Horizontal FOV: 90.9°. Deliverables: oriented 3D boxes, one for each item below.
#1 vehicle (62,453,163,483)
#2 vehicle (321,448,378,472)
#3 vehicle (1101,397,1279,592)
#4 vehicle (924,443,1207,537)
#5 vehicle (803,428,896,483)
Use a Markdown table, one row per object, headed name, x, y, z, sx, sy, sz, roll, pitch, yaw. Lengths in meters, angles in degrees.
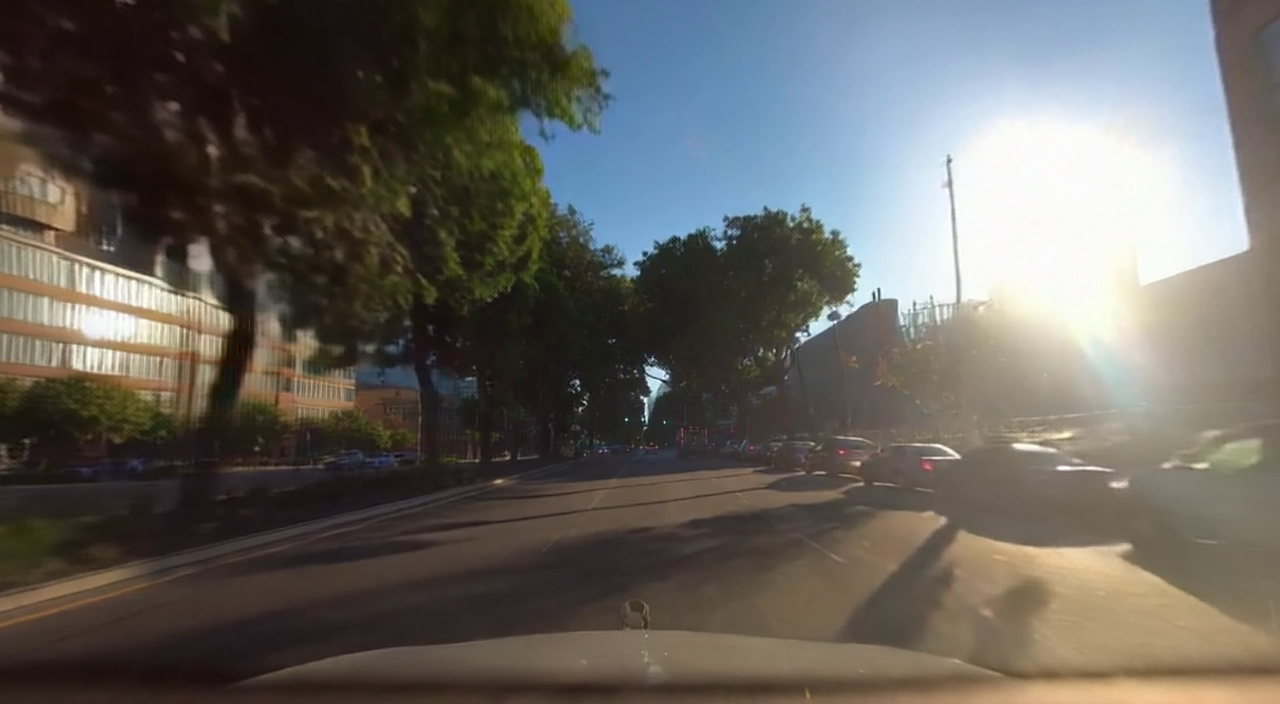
| name | x | y | z | sx | sy | sz | roll | pitch | yaw |
| --- | --- | --- | --- | --- | --- | --- | --- | --- | --- |
| vehicle | -29.079 | 6.370 | 34.957 | 1.879 | 1.518 | 4.165 | -1 | -8 | 1 |
| vehicle | -21.501 | 7.962 | 46.837 | 1.968 | 1.615 | 4.591 | -1 | -8 | 1 |
| vehicle | 7.207 | 1.371 | 6.051 | 1.974 | 1.876 | 4.842 | -1 | -8 | 2 |
| vehicle | 7.319 | 2.387 | 11.641 | 2.093 | 1.365 | 4.566 | 0 | -8 | 1 |
| vehicle | 7.664 | 3.839 | 23.636 | 1.908 | 1.833 | 4.711 | 0 | -8 | 1 |
